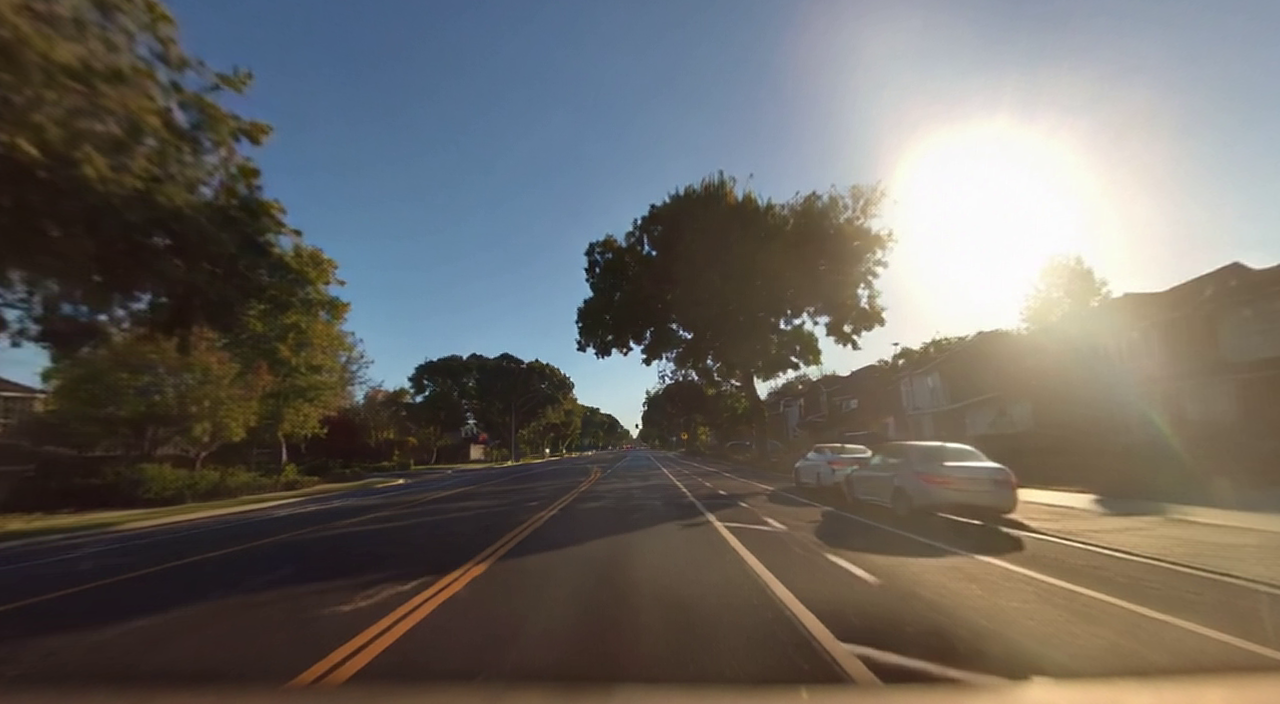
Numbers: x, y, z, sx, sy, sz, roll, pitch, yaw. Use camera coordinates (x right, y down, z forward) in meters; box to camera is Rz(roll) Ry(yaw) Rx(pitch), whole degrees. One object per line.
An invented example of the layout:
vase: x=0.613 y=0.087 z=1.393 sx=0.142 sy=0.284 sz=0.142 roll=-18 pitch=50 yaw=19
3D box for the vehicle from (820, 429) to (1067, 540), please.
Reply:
vehicle: x=5.012 y=2.238 z=11.379 sx=1.995 sy=1.553 sz=4.628 roll=0 pitch=-9 yaw=-2
